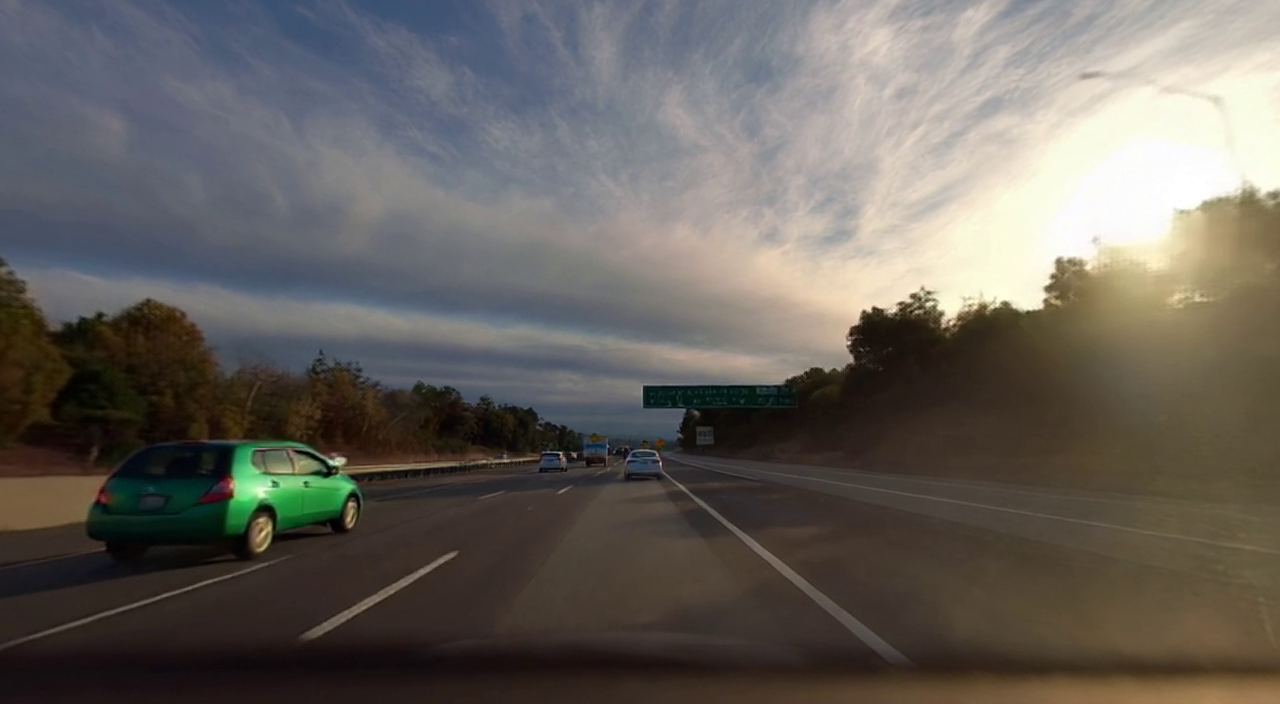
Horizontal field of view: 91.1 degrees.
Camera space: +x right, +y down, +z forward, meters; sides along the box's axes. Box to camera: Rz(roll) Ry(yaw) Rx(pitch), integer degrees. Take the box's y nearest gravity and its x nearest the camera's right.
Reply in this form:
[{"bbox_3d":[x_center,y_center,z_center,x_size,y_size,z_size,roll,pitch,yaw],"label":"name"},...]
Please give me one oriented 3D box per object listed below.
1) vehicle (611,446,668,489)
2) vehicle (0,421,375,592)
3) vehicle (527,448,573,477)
[{"bbox_3d":[-0.029,4.272,23.489,1.940,1.451,3.512,0,-9,0],"label":"vehicle"},{"bbox_3d":[-5.429,1.813,8.182,2.058,1.626,4.118,0,-9,1],"label":"vehicle"},{"bbox_3d":[-4.916,6.112,34.885,1.892,1.481,4.180,0,-9,0],"label":"vehicle"}]
